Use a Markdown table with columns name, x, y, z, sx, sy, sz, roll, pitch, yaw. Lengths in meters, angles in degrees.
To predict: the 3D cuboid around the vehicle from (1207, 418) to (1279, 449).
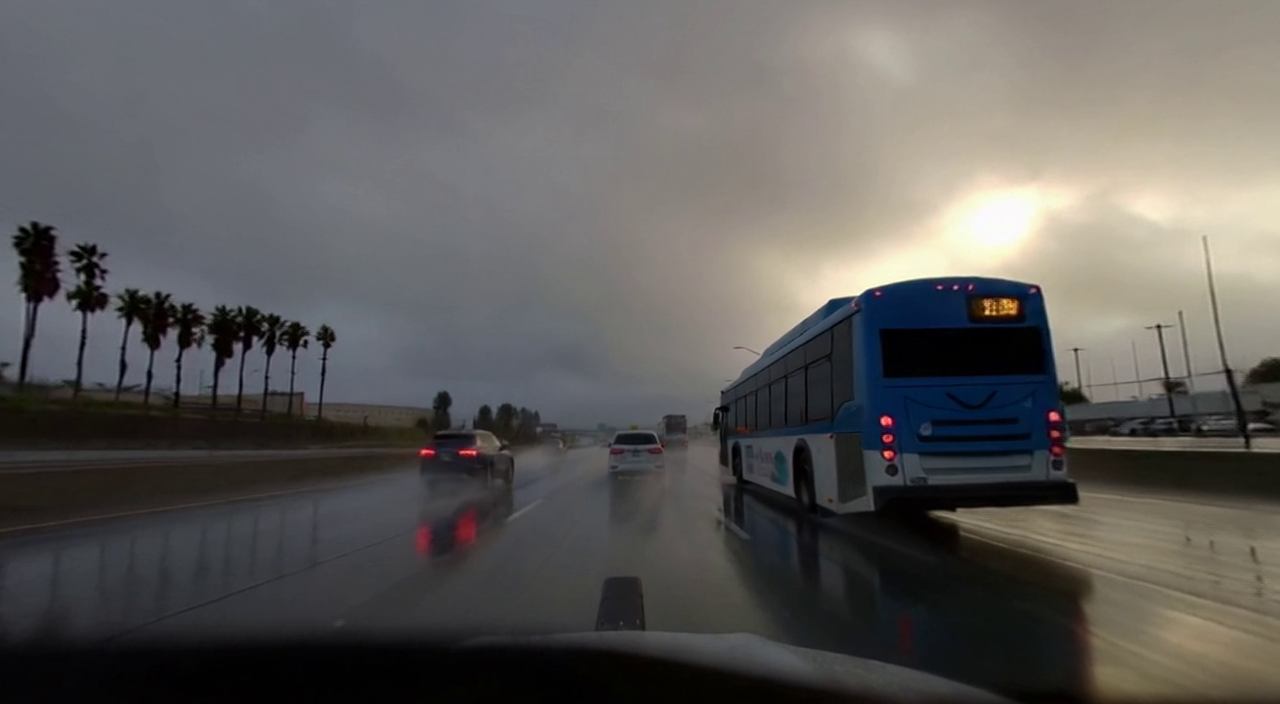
| name | x | y | z | sx | sy | sz | roll | pitch | yaw |
| --- | --- | --- | --- | --- | --- | --- | --- | --- | --- |
| vehicle | 32.134 | 4.274 | 32.726 | 1.795 | 1.481 | 3.986 | -1 | -9 | 4 |

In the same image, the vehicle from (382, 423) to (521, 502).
| name | x | y | z | sx | sy | sz | roll | pitch | yaw |
| --- | --- | --- | --- | --- | --- | --- | --- | --- | --- |
| vehicle | -4.704 | 2.847 | 16.583 | 2.100 | 1.765 | 4.743 | 0 | -9 | 1 |

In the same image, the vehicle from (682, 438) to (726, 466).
| name | x | y | z | sx | sy | sz | roll | pitch | yaw |
| --- | --- | --- | --- | --- | --- | --- | --- | --- | --- |
| vehicle | 3.774 | 5.992 | 37.830 | 2.039 | 1.516 | 4.521 | 0 | -9 | -2 |

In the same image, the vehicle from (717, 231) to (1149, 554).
| name | x | y | z | sx | sy | sz | roll | pitch | yaw |
| --- | --- | --- | --- | --- | --- | --- | --- | --- | --- |
| vehicle | 4.043 | 1.461 | 14.119 | 3.020 | 3.622 | 14.302 | 0 | -9 | 1 |

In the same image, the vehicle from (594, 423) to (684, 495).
| name | x | y | z | sx | sy | sz | roll | pitch | yaw |
| --- | --- | --- | --- | --- | --- | --- | --- | --- | --- |
| vehicle | 0.014 | 3.036 | 18.103 | 2.268 | 1.796 | 4.280 | 0 | -9 | 1 |
